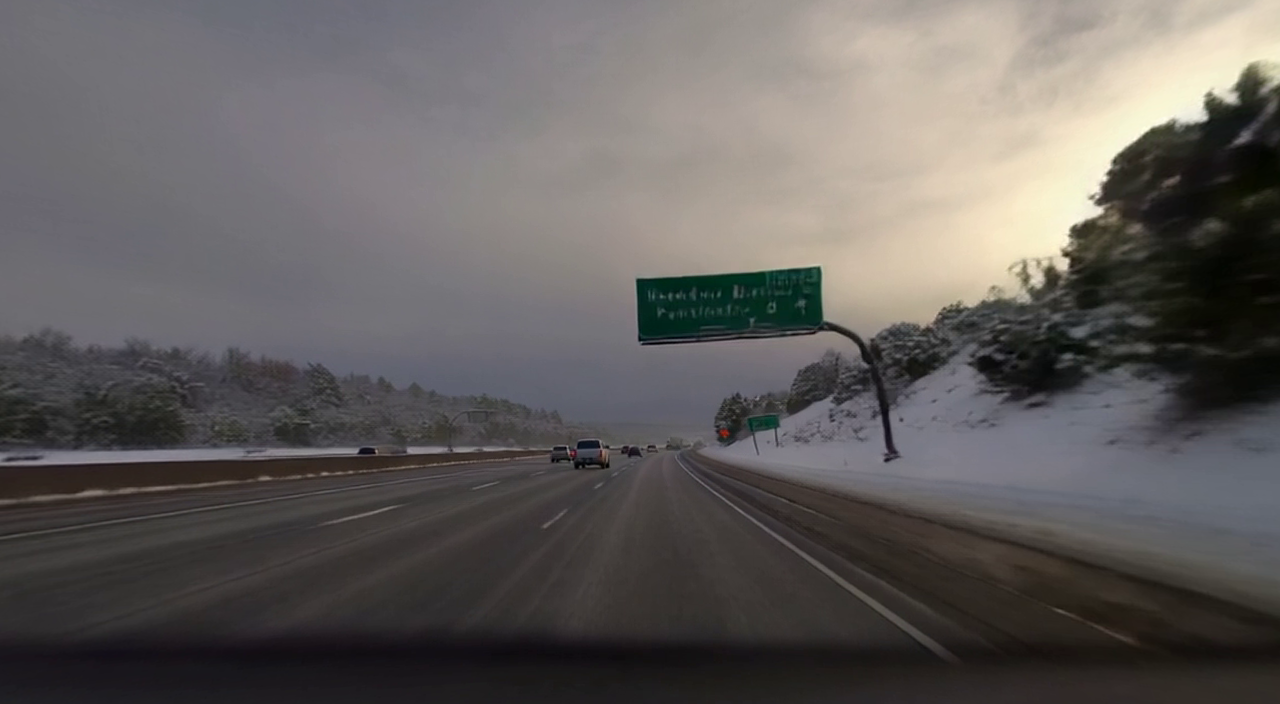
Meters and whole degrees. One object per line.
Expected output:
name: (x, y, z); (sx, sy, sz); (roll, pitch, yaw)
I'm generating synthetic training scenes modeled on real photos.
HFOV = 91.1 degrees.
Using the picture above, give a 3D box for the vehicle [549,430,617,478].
vehicle: (-2.429, 4.557, 28.294); (2.413, 1.896, 5.218); (-1, -8, 2)
